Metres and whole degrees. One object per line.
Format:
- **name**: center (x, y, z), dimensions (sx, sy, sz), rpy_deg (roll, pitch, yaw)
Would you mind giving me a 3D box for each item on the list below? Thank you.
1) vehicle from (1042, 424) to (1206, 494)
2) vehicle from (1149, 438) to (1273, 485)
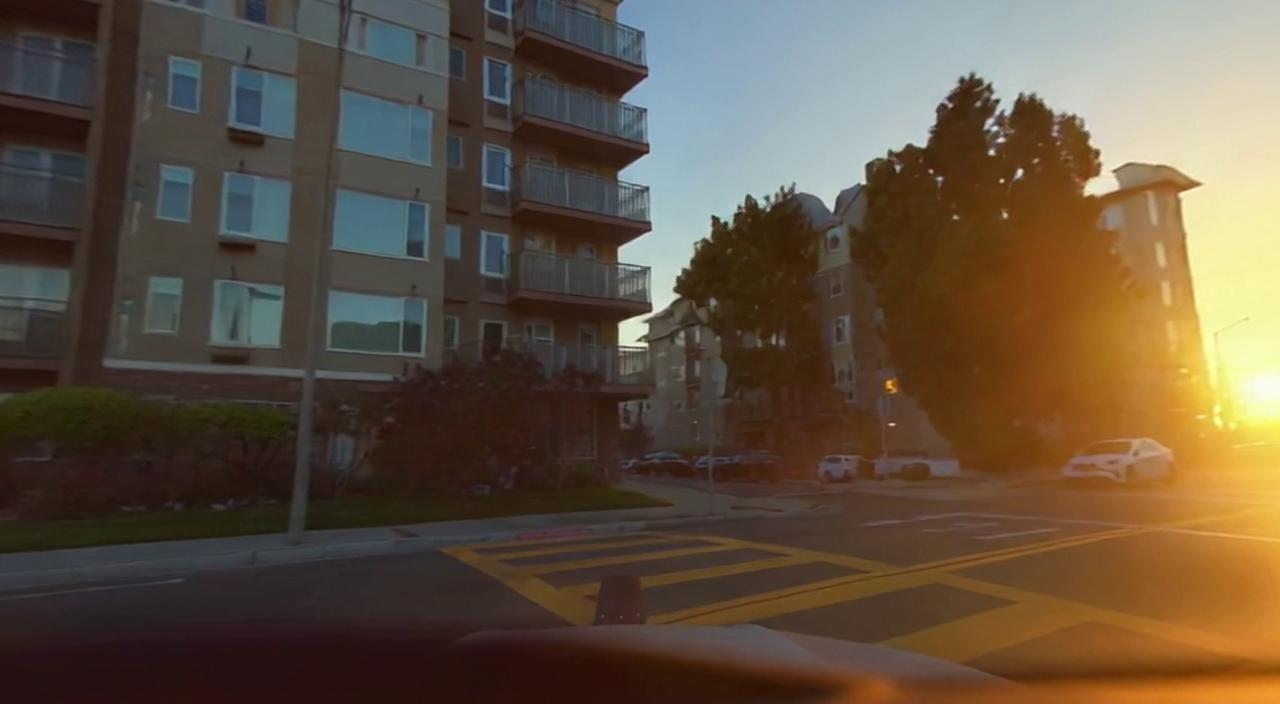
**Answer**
- **vehicle**: center (14.185, 3.071, 18.493), dimensions (4.619, 1.817, 1.993), rpy_deg (4, -10, -29)
- **vehicle**: center (19.423, 3.666, 21.452), dimensions (4.313, 1.462, 1.789), rpy_deg (5, -10, -30)
